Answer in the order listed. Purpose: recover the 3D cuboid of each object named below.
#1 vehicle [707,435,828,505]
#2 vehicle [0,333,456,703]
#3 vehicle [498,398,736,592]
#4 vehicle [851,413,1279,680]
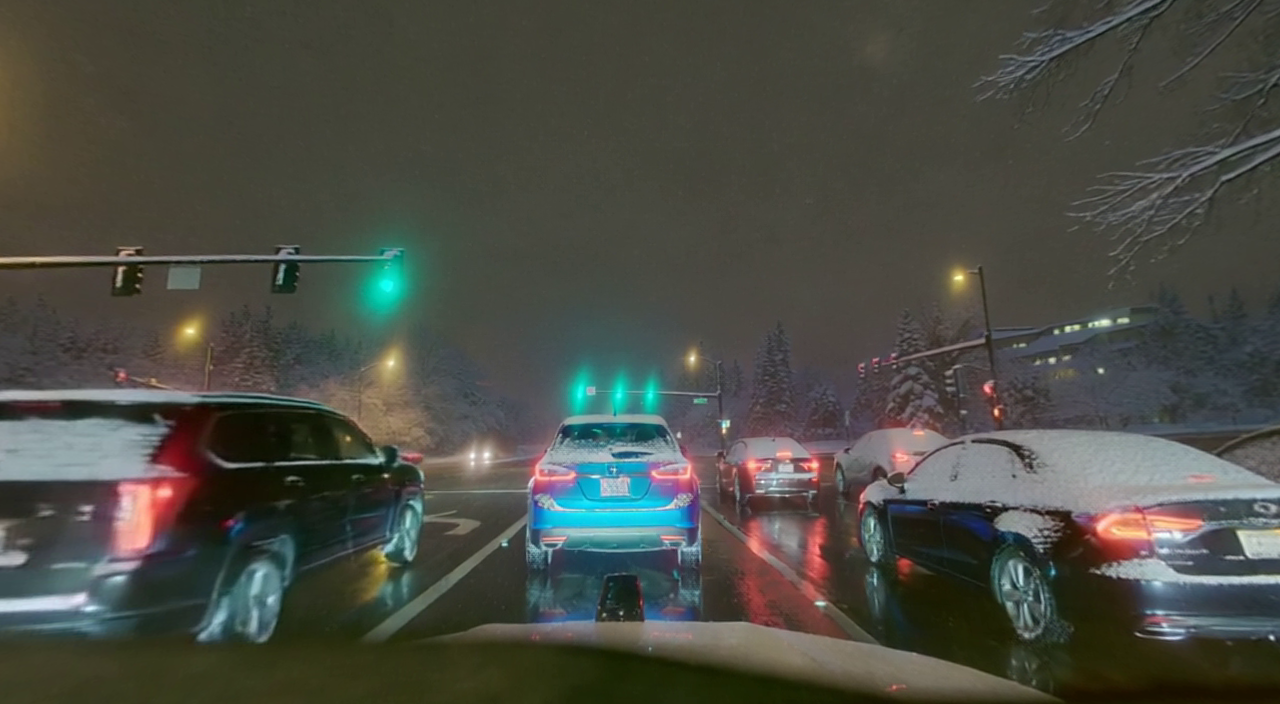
[{"bbox_3d":[2.987,2.857,15.774,1.950,1.506,4.086,0,-8,-3],"label":"vehicle"},{"bbox_3d":[-3.303,1.169,5.090,2.186,1.794,4.972,0,-8,-1],"label":"vehicle"},{"bbox_3d":[-0.268,1.550,7.624,2.101,1.707,3.904,0,-8,-2],"label":"vehicle"},{"bbox_3d":[3.627,1.397,5.709,1.861,1.478,4.185,0,-8,-2],"label":"vehicle"}]
